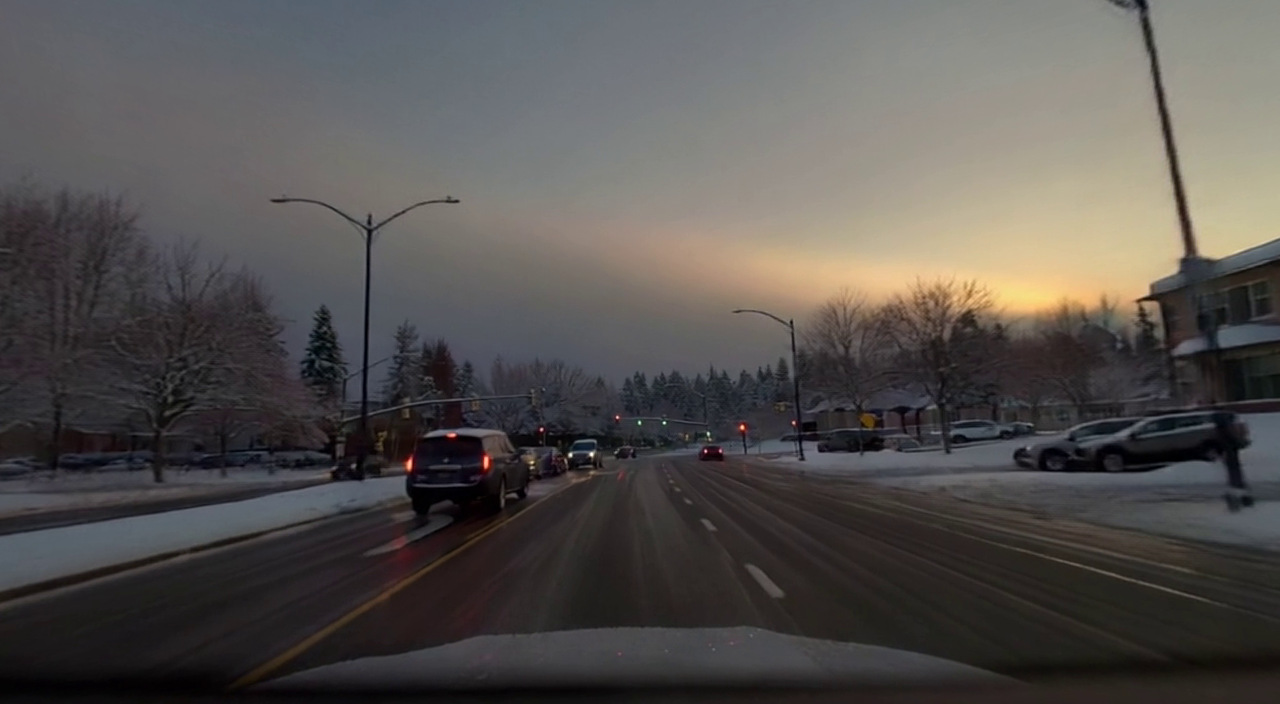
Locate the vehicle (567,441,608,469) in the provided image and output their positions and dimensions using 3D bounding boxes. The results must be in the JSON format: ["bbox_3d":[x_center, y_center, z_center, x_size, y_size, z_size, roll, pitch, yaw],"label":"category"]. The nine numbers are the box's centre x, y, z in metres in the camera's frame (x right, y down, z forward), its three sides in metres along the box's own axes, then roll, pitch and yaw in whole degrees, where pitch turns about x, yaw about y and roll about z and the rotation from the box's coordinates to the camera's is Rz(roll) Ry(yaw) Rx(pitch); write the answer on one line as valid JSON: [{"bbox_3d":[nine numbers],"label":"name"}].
[{"bbox_3d":[-3.424,6.800,41.897,2.180,1.699,4.485,-1,-9,2],"label":"vehicle"}]

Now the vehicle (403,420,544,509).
[{"bbox_3d":[-3.963,2.795,16.107,2.220,1.888,4.904,0,-9,0],"label":"vehicle"}]

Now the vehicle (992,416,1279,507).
[{"bbox_3d":[10.453,2.348,13.724,4.399,1.722,2.202,-3,-9,16],"label":"vehicle"}]

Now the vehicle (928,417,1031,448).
[{"bbox_3d":[23.198,5.556,43.373,5.656,1.985,2.187,-1,-9,3],"label":"vehicle"}]

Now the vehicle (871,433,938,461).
[{"bbox_3d":[14.811,5.366,35.653,1.865,1.425,4.439,0,-9,0],"label":"vehicle"}]

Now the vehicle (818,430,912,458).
[{"bbox_3d":[15.667,6.432,44.232,5.618,1.857,2.296,0,-9,-2],"label":"vehicle"}]

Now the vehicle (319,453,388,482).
[{"bbox_3d":[-15.977,6.436,35.514,1.835,1.448,4.208,-1,-9,1],"label":"vehicle"}]
